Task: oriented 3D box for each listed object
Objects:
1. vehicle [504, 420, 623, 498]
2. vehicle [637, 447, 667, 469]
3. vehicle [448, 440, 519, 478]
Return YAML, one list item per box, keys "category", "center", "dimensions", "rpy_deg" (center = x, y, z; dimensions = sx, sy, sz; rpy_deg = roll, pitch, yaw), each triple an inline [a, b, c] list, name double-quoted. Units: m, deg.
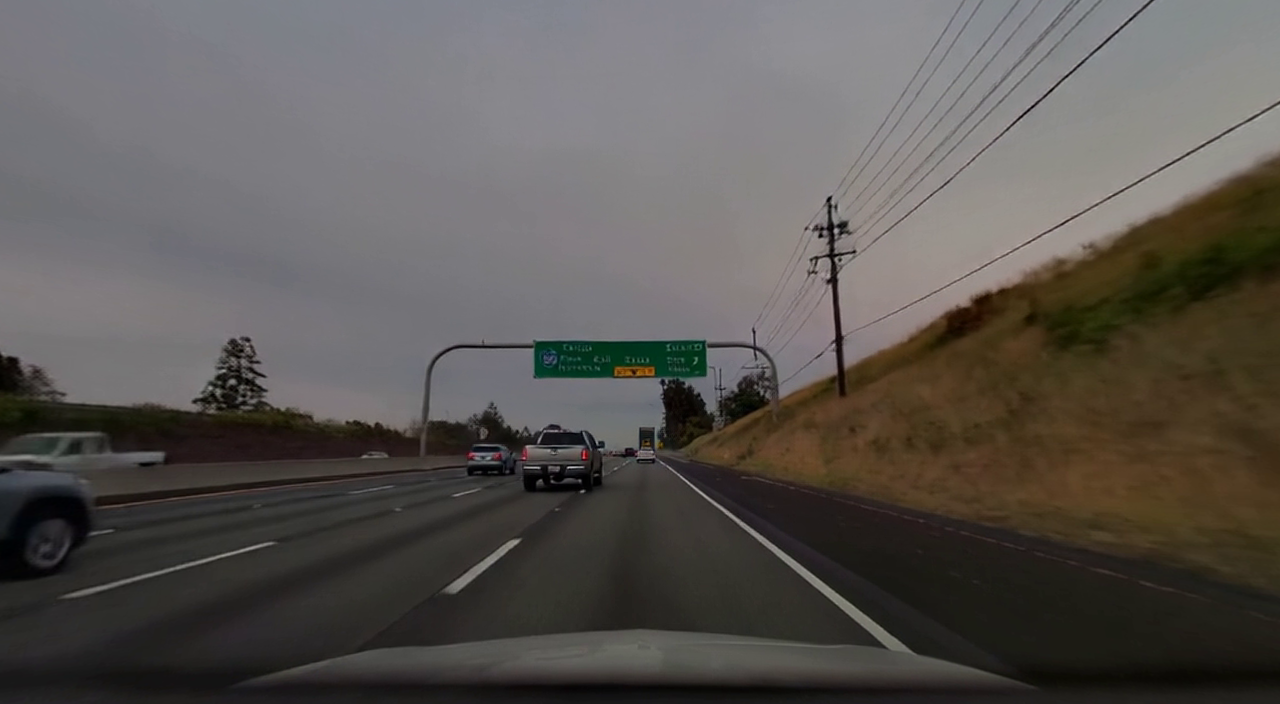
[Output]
- category: "vehicle"
  center: [-2.158, 3.371, 20.168]
  dimensions: [2.972, 2.087, 6.126]
  rpy_deg: [0, -9, 1]
- category: "vehicle"
  center: [0.807, 7.589, 45.202]
  dimensions: [2.025, 1.485, 4.310]
  rpy_deg: [0, -9, -1]
- category: "vehicle"
  center: [-7.438, 5.130, 30.502]
  dimensions: [2.143, 1.688, 4.776]
  rpy_deg: [0, -9, 1]
